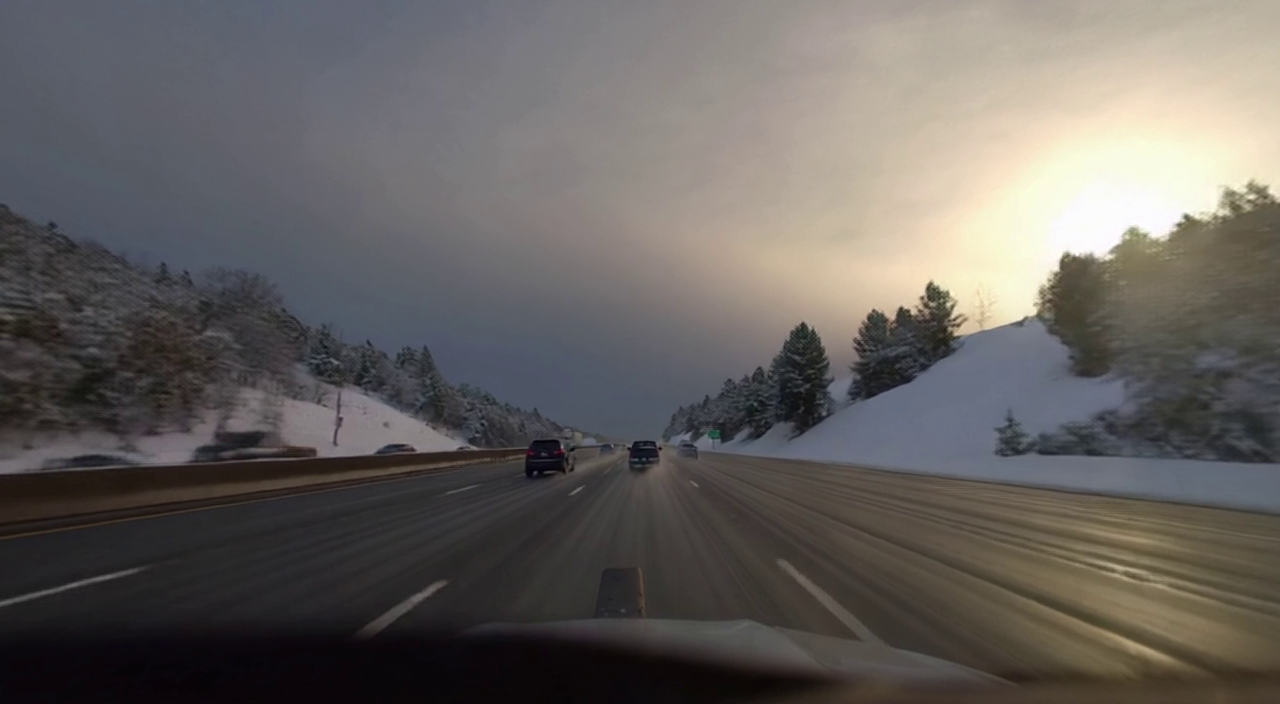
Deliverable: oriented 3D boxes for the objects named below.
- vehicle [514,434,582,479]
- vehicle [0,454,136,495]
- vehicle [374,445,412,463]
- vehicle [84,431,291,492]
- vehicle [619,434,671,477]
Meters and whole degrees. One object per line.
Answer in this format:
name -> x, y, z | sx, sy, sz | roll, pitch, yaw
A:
vehicle -> -3.694, 4.302, 26.138 | 2.076, 1.690, 4.113 | 0, -8, 1
vehicle -> -23.668, 4.927, 25.740 | 2.388, 1.465, 4.513 | 0, -8, 1
vehicle -> -18.800, 7.760, 48.030 | 1.520, 1.343, 3.294 | 0, -9, 1
vehicle -> -16.149, 3.956, 23.254 | 2.919, 1.917, 6.330 | 0, -8, 0
vehicle -> 0.204, 4.464, 27.395 | 2.086, 1.685, 4.206 | 0, -8, 0
